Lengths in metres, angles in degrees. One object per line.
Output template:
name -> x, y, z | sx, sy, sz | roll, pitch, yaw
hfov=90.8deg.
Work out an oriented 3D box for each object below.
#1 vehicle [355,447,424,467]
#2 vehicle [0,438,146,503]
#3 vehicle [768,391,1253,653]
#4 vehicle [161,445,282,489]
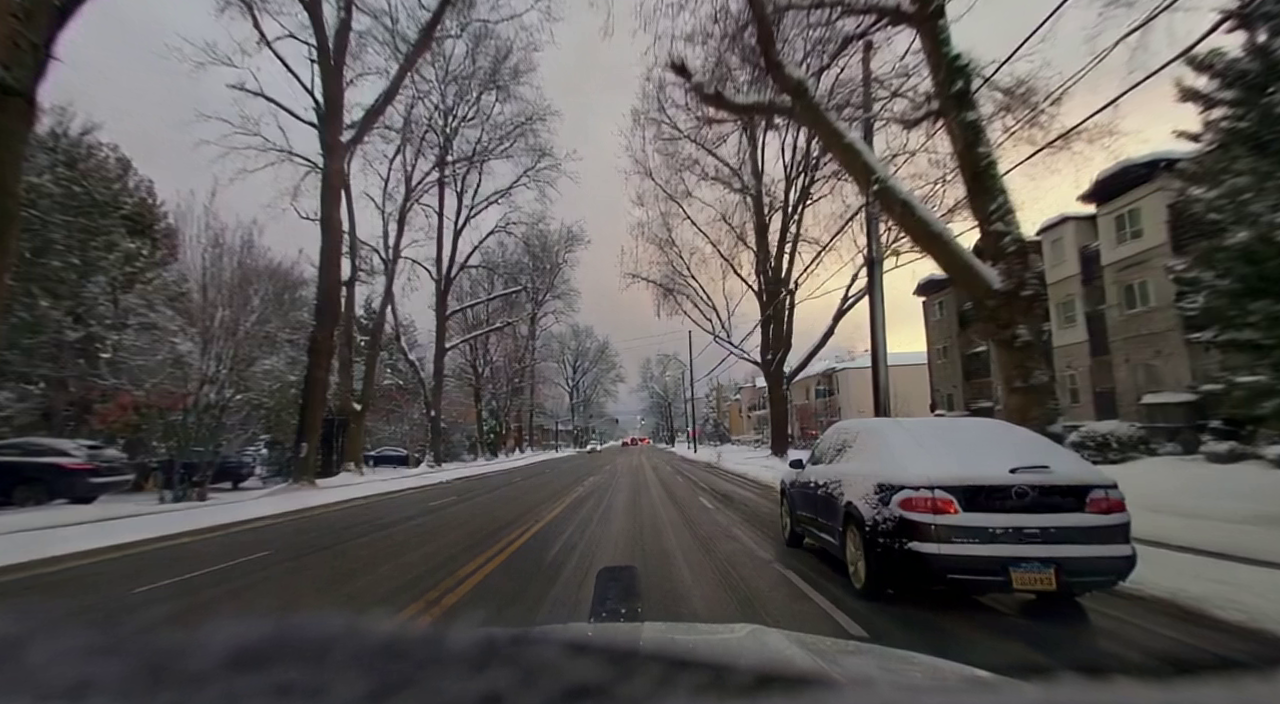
vehicle -> -19.612, 8.236, 49.630 | 4.610, 1.463, 1.841 | 1, -9, -7
vehicle -> -16.795, 3.256, 17.523 | 4.398, 1.686, 1.927 | 1, -9, -6
vehicle -> 3.056, 1.530, 6.847 | 2.224, 1.791, 4.834 | 0, -9, -1
vehicle -> -15.871, 4.355, 24.295 | 1.881, 1.490, 4.430 | 0, -9, -5
